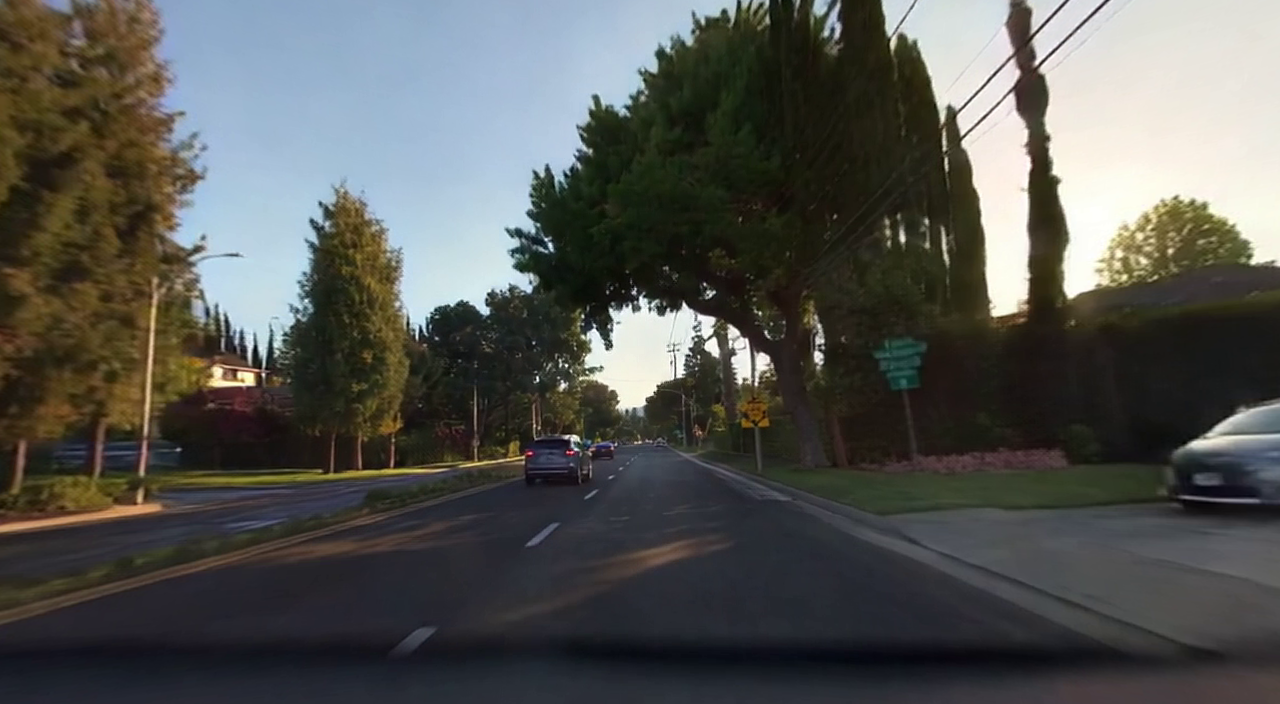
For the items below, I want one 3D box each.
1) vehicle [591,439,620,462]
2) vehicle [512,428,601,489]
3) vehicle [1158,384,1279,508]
[{"bbox_3d":[-2.354,6.840,43.853,1.802,1.528,3.490,0,-8,1],"label":"vehicle"},{"bbox_3d":[-2.614,3.461,20.818,2.190,1.766,4.394,0,-8,2],"label":"vehicle"},{"bbox_3d":[9.953,1.264,8.494,4.233,1.501,1.927,0,-8,-2],"label":"vehicle"}]
